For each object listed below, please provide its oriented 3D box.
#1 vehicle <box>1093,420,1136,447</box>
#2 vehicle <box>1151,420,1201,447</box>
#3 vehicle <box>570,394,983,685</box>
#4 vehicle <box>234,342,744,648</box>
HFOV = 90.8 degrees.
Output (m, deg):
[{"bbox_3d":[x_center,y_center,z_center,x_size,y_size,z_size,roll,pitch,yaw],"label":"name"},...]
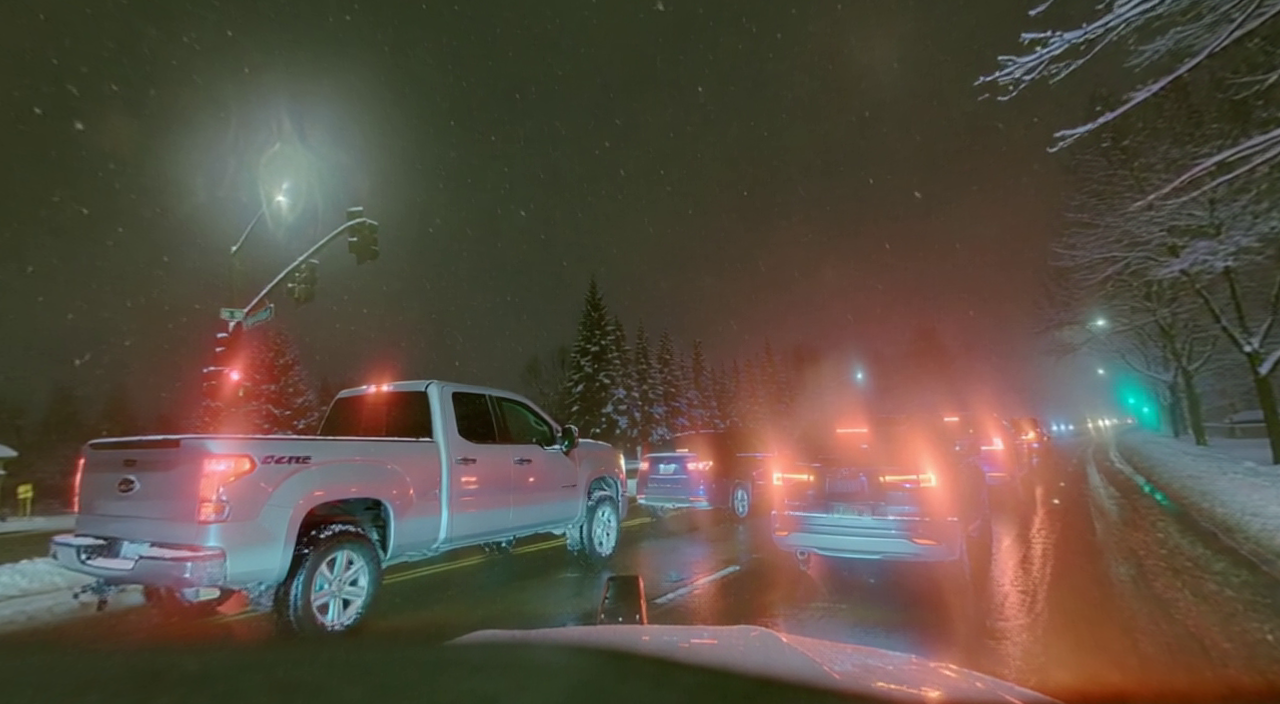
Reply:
[{"bbox_3d":[32.796,5.677,43.716,2.160,1.790,4.303,-6,-10,35],"label":"vehicle"},{"bbox_3d":[35.761,5.478,42.196,2.183,1.714,4.491,-6,-11,37],"label":"vehicle"},{"bbox_3d":[1.713,1.379,5.989,2.027,1.549,4.801,-6,-10,35],"label":"vehicle"},{"bbox_3d":[-0.878,1.401,7.460,2.272,2.016,6.146,-5,-10,28],"label":"vehicle"}]
